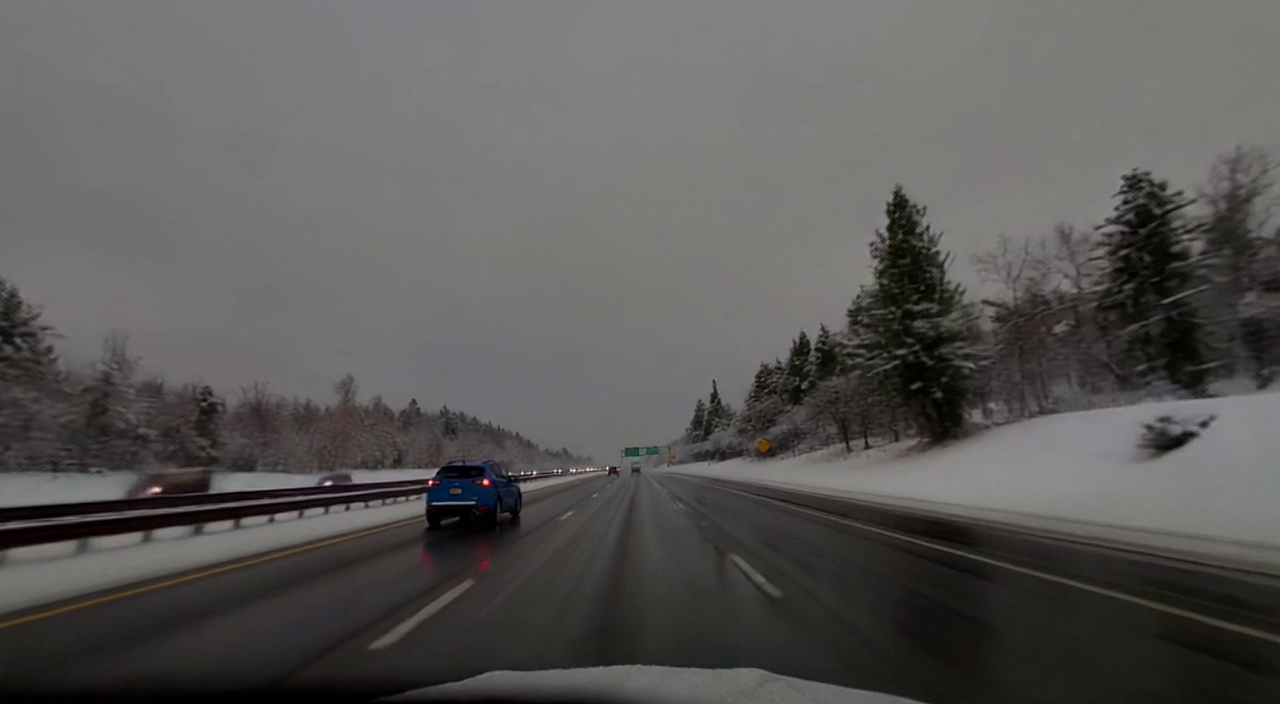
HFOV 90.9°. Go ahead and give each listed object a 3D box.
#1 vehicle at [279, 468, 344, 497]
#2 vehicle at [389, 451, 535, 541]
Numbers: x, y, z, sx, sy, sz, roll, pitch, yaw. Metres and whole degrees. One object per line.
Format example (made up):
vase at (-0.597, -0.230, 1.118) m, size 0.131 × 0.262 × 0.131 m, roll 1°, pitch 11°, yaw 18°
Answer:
vehicle at (-16.007, 6.353, 30.867) m, size 1.466 × 1.333 × 3.189 m, roll 1°, pitch -10°, yaw -1°
vehicle at (-3.483, 2.919, 13.185) m, size 1.797 × 1.532 × 4.072 m, roll 1°, pitch -10°, yaw 1°
